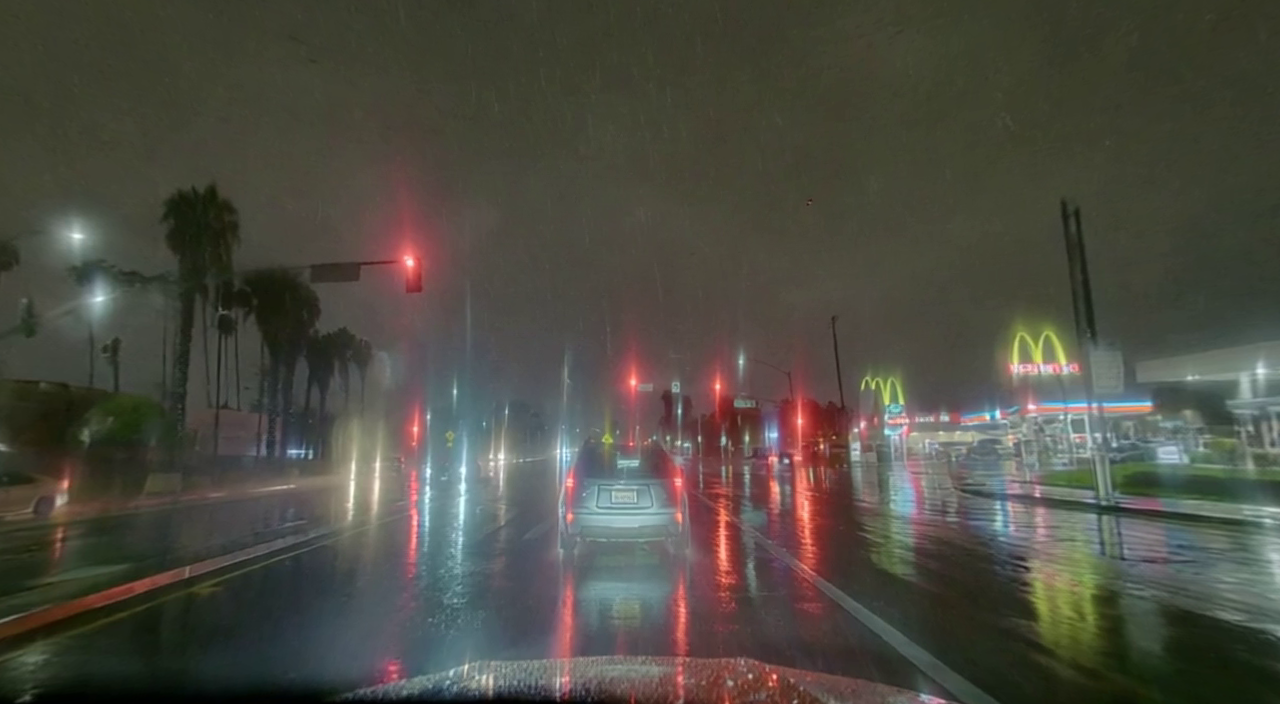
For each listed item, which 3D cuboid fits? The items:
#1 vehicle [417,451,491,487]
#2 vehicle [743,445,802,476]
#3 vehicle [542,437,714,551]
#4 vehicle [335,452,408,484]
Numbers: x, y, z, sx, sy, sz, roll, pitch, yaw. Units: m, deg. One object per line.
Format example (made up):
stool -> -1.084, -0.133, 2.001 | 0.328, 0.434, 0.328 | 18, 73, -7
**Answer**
vehicle -> -8.283, 5.218, 28.574 | 1.904, 1.450, 4.689 | 0, -8, 0
vehicle -> 6.802, 5.608, 32.941 | 2.017, 1.491, 4.420 | 0, -8, -1
vehicle -> -0.234, 2.223, 10.691 | 2.270, 1.475, 4.571 | 0, -8, -2
vehicle -> -15.258, 6.595, 36.221 | 2.120, 1.629, 4.686 | 0, -8, 0
